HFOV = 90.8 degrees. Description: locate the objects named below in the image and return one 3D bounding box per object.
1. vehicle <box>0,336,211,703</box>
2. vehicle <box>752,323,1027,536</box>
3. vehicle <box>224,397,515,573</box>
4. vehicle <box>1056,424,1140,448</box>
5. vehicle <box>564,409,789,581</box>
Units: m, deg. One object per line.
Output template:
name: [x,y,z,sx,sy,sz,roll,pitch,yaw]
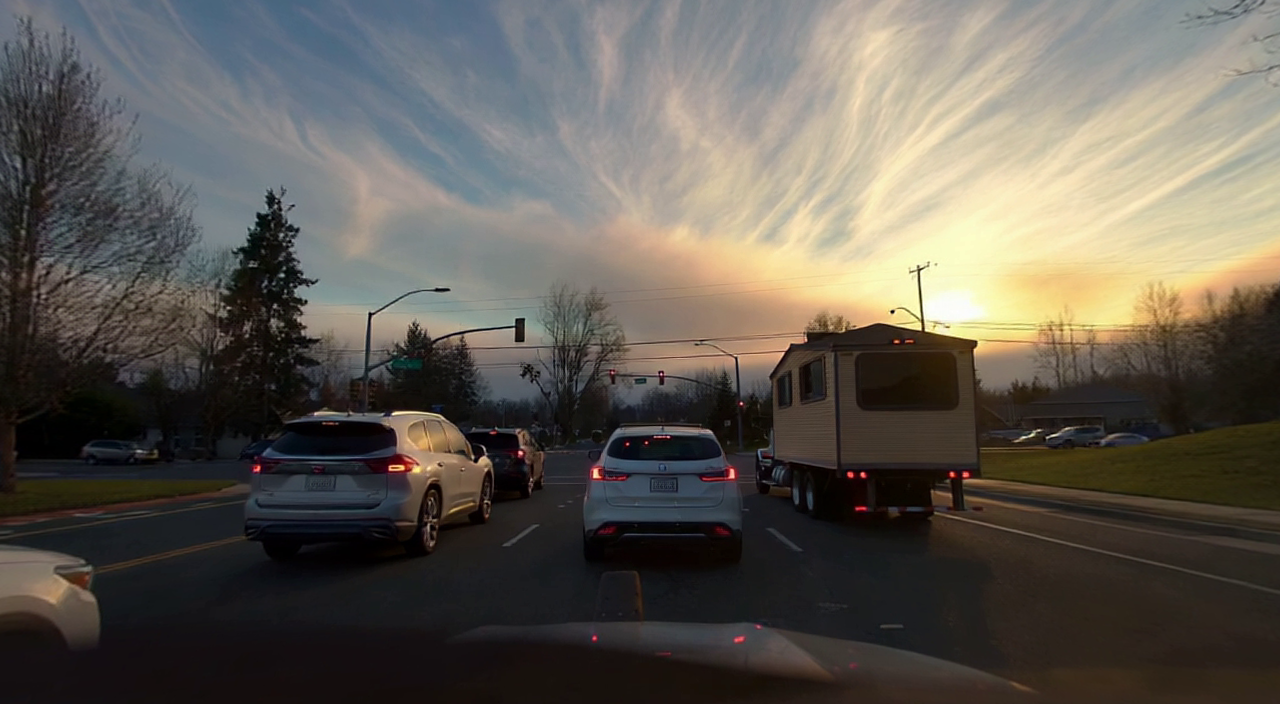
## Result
vehicle: [-3.420,0.677,1.480,1.952,1.730,4.116,0,-9,-1]
vehicle: [3.693,1.395,11.001,2.531,2.750,5.595,0,-9,1]
vehicle: [-3.261,1.714,8.852,2.085,1.812,4.388,0,-9,0]
vehicle: [33.161,6.141,45.892,4.671,1.595,1.824,-6,-10,31]
vehicle: [0.365,1.710,8.314,2.189,1.649,4.171,0,-9,0]
